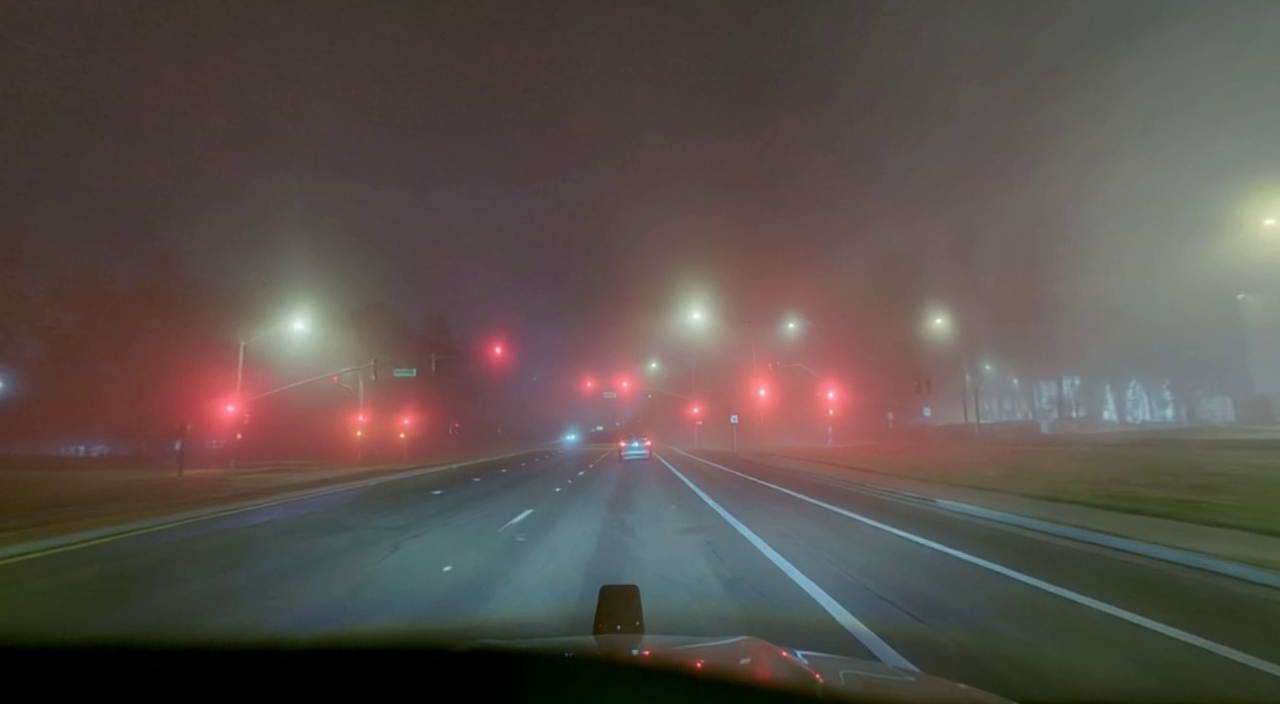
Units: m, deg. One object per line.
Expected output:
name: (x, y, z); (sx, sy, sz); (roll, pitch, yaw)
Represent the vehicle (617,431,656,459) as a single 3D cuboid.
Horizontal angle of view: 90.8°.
vehicle: (-0.226, 5.222, 35.471); (2.107, 1.470, 3.974); (0, -8, -1)
